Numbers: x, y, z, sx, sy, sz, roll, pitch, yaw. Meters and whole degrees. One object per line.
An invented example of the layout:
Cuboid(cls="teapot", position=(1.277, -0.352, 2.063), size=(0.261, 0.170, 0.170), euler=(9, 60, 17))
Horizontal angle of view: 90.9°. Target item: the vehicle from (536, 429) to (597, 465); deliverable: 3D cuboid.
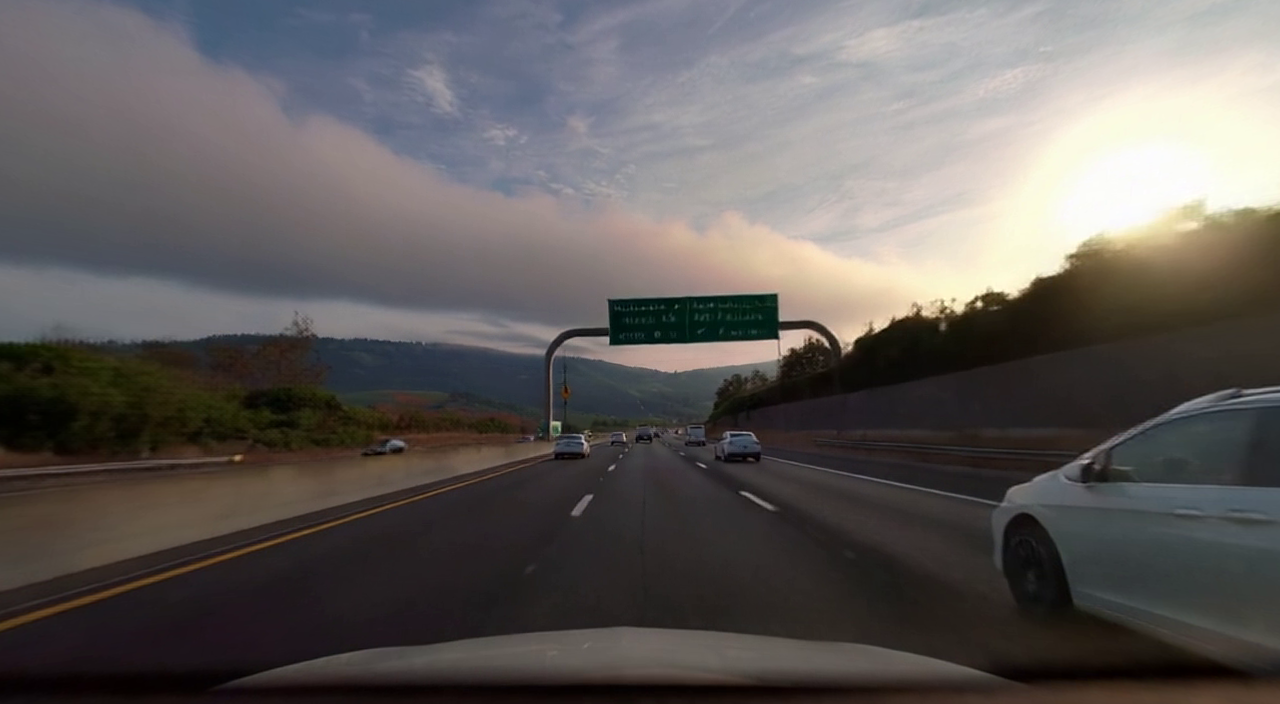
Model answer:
Cuboid(cls="vehicle", position=(-3.219, 4.210, 28.304), size=(2.204, 1.486, 4.121), euler=(0, -8, 1))

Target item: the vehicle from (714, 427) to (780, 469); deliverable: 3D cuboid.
Cuboid(cls="vehicle", position=(3.989, 3.629, 23.979), size=(1.806, 1.469, 3.681), euler=(0, -8, -1))
